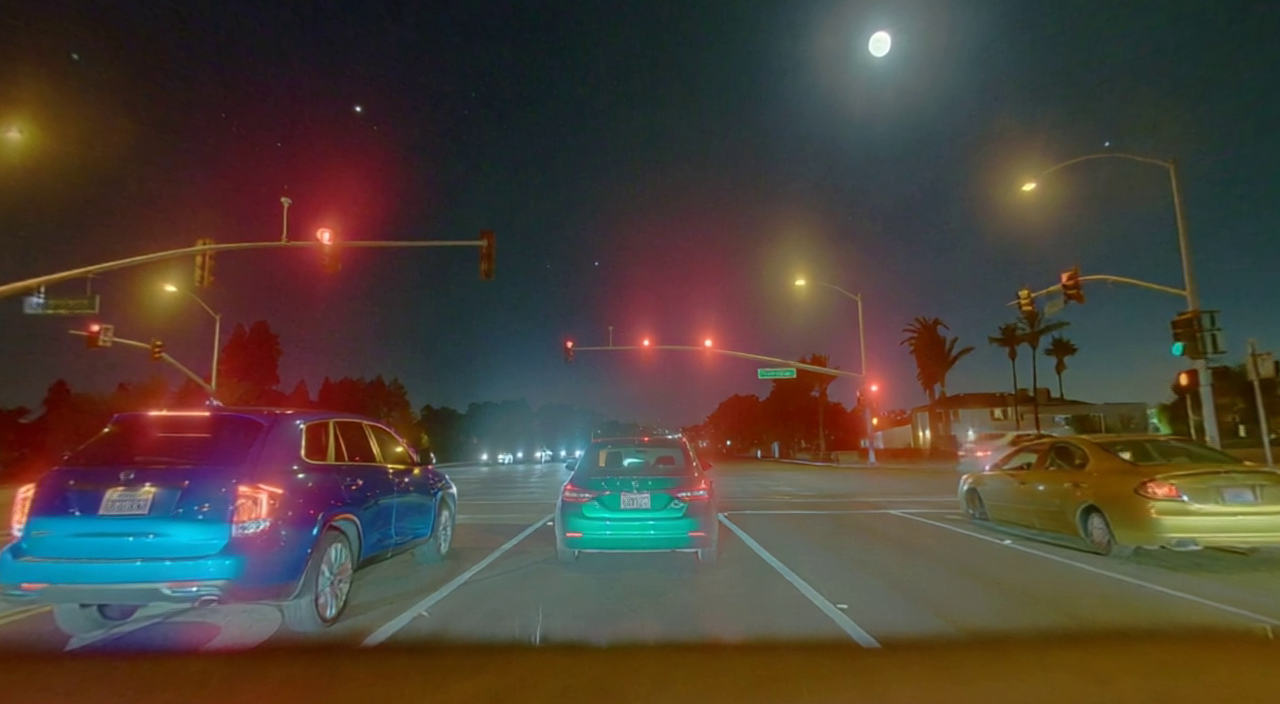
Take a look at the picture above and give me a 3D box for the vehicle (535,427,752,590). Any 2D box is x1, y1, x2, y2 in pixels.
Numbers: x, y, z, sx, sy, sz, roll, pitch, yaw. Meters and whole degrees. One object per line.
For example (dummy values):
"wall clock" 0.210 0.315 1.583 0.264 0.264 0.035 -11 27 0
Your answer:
"vehicle" 0.001 1.701 7.731 1.942 1.445 3.973 0 -8 -1

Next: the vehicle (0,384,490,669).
"vehicle" -3.099 1.367 6.083 2.051 1.682 4.467 0 -8 2

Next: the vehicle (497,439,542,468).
"vehicle" -7.934 6.702 42.019 2.130 1.810 4.450 -2 -8 1

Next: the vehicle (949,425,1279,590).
"vehicle" 6.097 1.759 8.095 1.970 1.489 4.482 0 -8 -1
